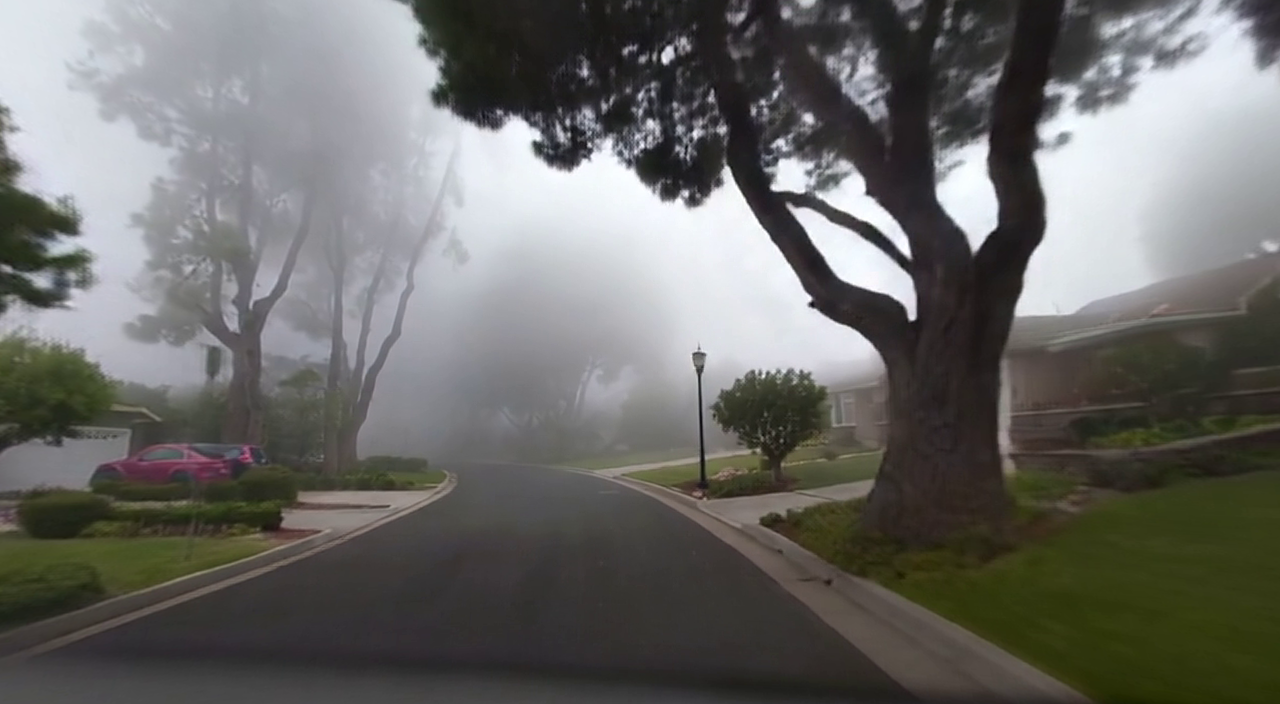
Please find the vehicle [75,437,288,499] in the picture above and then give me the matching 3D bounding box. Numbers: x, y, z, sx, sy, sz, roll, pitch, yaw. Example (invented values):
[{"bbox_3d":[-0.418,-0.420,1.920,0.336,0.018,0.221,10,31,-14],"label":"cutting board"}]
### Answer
[{"bbox_3d":[-12.840,3.259,17.927,4.471,1.638,1.877,1,-8,-4],"label":"vehicle"}]
